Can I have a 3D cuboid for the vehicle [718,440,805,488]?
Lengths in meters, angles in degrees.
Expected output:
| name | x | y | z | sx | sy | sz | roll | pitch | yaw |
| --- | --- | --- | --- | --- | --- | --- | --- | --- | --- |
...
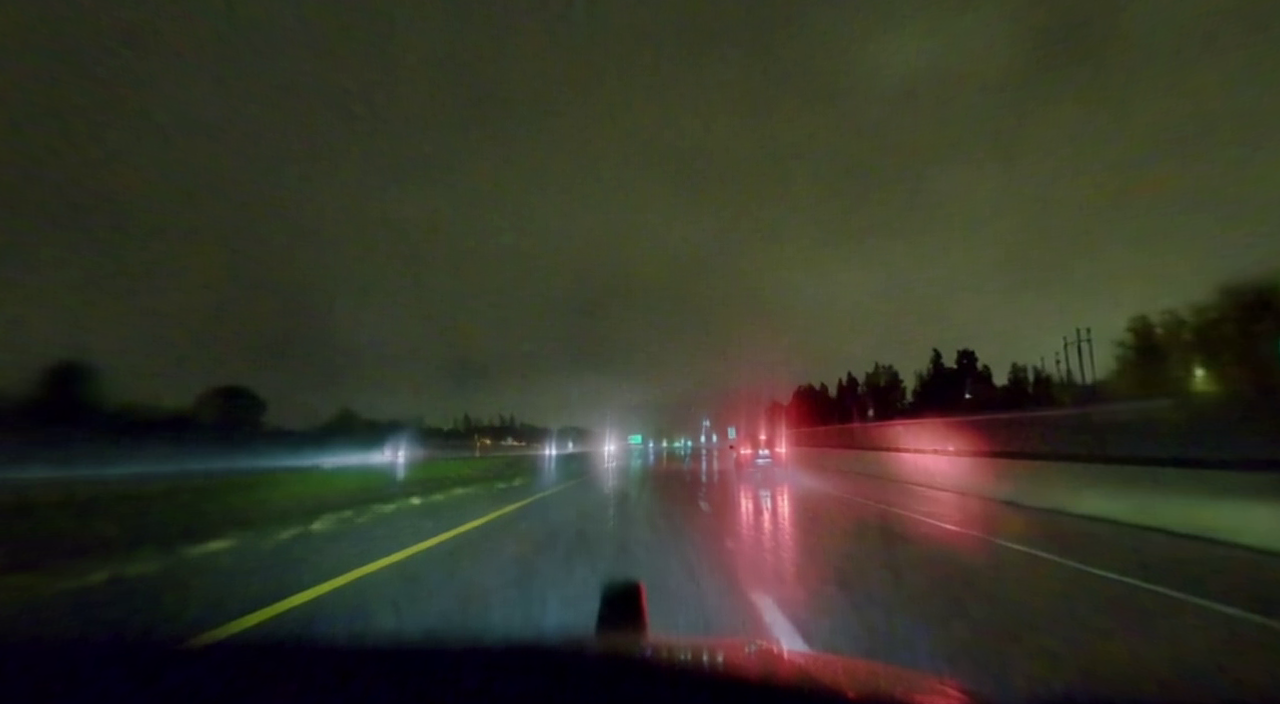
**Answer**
| name | x | y | z | sx | sy | sz | roll | pitch | yaw |
| --- | --- | --- | --- | --- | --- | --- | --- | --- | --- |
| vehicle | 3.904 | 3.671 | 20.916 | 2.124 | 1.405 | 4.398 | 0 | -8 | 1 |
